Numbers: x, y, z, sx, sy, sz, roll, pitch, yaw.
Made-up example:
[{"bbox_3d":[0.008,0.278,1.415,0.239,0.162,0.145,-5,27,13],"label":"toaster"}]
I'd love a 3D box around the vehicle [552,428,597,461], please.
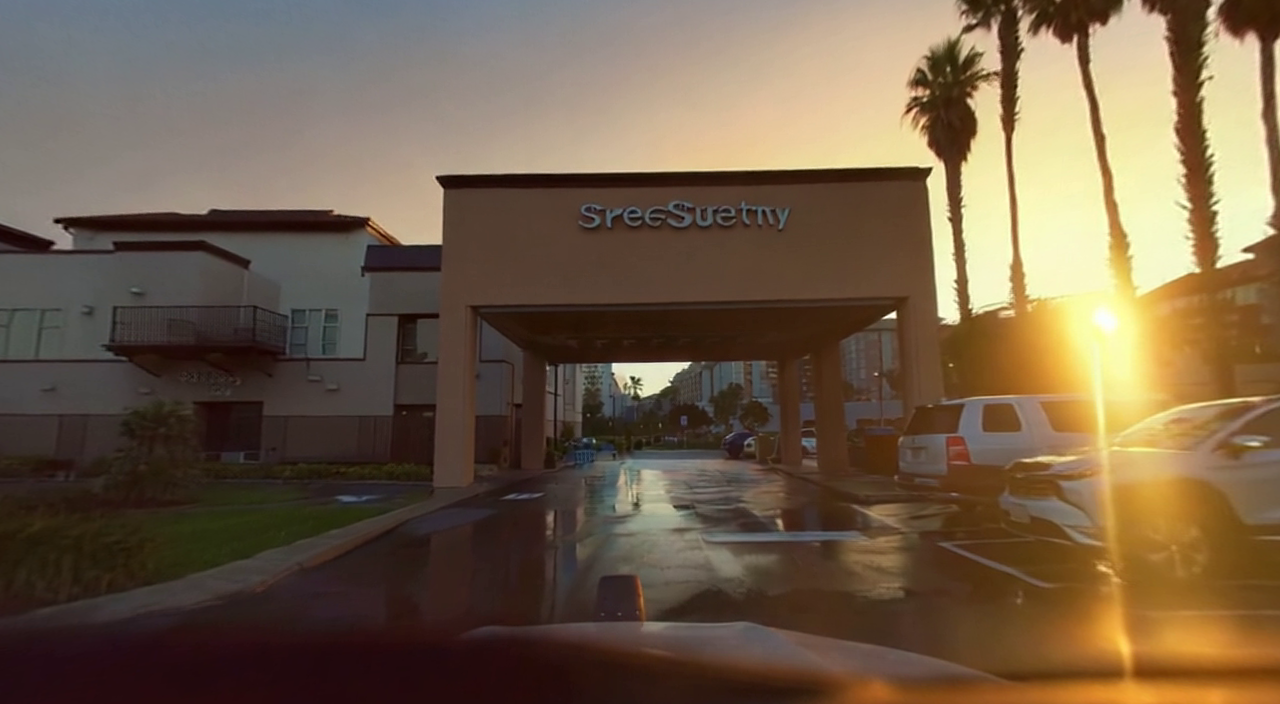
[{"bbox_3d":[-4.143,5.881,40.308,1.943,1.890,4.472,1,-7,6],"label":"vehicle"}]

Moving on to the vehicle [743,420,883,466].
[{"bbox_3d":[6.958,3.763,25.856,5.254,1.793,1.998,-1,-9,8],"label":"vehicle"}]

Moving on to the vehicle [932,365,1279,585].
[{"bbox_3d":[5.541,1.097,5.934,4.567,1.723,1.926,-1,-9,4],"label":"vehicle"}]
